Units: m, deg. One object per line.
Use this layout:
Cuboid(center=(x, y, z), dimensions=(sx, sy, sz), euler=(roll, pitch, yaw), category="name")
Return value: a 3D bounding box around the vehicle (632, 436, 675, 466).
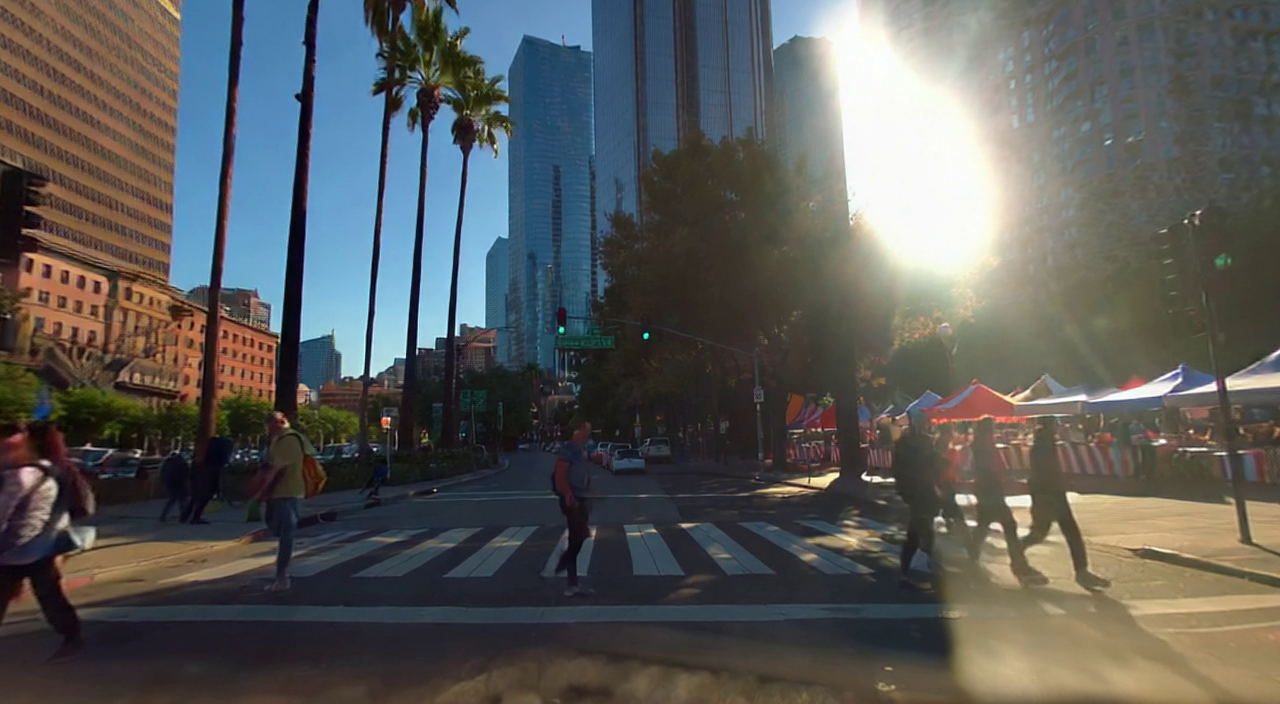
Cuboid(center=(0.919, 7.289, 46.657), dimensions=(2.322, 2.071, 5.366), euler=(1, -9, -9), category="vehicle")
